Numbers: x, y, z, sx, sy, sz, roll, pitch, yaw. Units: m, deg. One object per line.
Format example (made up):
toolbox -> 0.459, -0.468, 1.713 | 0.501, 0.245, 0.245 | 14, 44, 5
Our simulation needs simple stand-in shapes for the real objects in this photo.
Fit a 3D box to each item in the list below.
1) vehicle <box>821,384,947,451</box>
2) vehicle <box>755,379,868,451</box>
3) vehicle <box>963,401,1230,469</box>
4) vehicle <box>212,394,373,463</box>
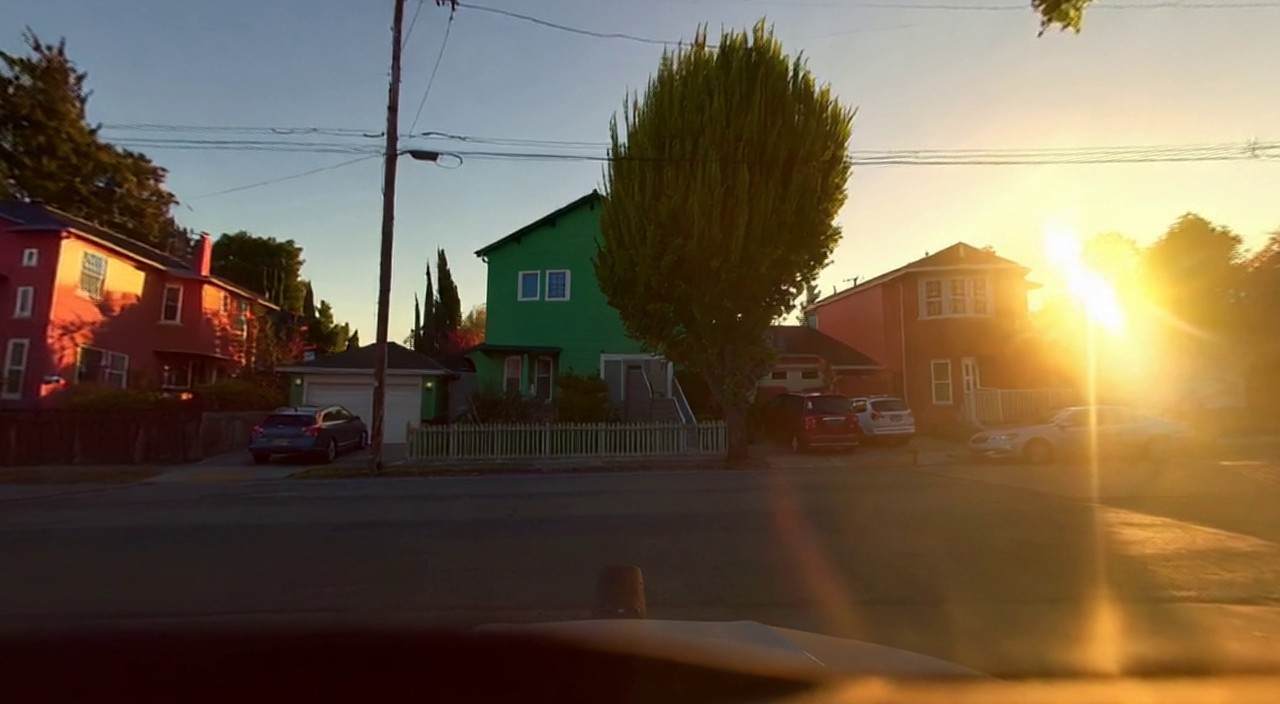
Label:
vehicle -> 7.076, 2.053, 18.798 | 2.053, 1.756, 4.034 | 0, -9, -1
vehicle -> 4.891, 1.922, 18.692 | 2.081, 1.891, 4.367 | 0, -7, -1
vehicle -> 10.482, 1.952, 14.779 | 4.644, 1.482, 1.997 | 0, -8, 1
vehicle -> -9.931, 2.307, 18.559 | 2.091, 1.760, 4.760 | 0, -8, -1
